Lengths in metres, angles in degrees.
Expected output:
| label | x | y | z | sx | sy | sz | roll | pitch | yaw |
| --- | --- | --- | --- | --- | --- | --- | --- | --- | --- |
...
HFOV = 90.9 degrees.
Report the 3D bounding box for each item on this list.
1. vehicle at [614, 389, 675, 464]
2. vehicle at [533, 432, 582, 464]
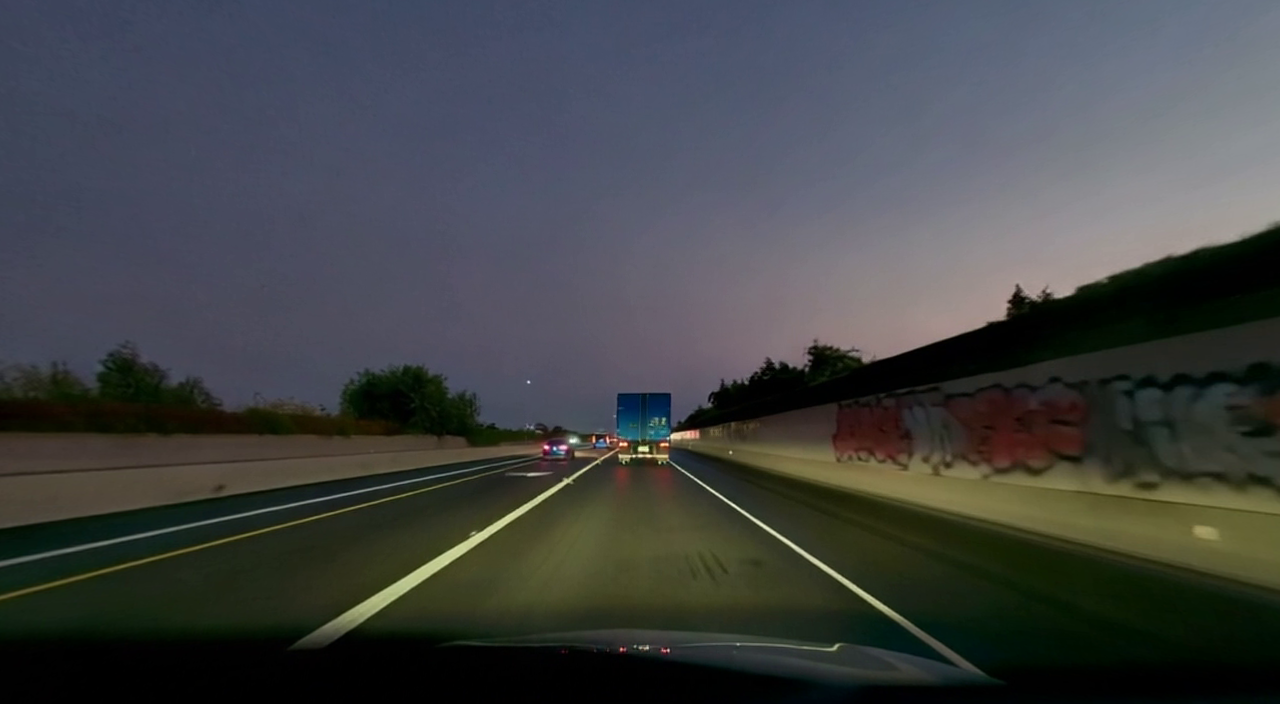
| label | x | y | z | sx | sy | sz | roll | pitch | yaw |
| --- | --- | --- | --- | --- | --- | --- | --- | --- | --- |
| vehicle | 0.122 | 4.256 | 35.498 | 2.927 | 3.649 | 9.443 | 0 | -8 | -1 |
| vehicle | -4.167 | 4.922 | 32.432 | 1.948 | 1.526 | 4.525 | 0 | -8 | 0 |
